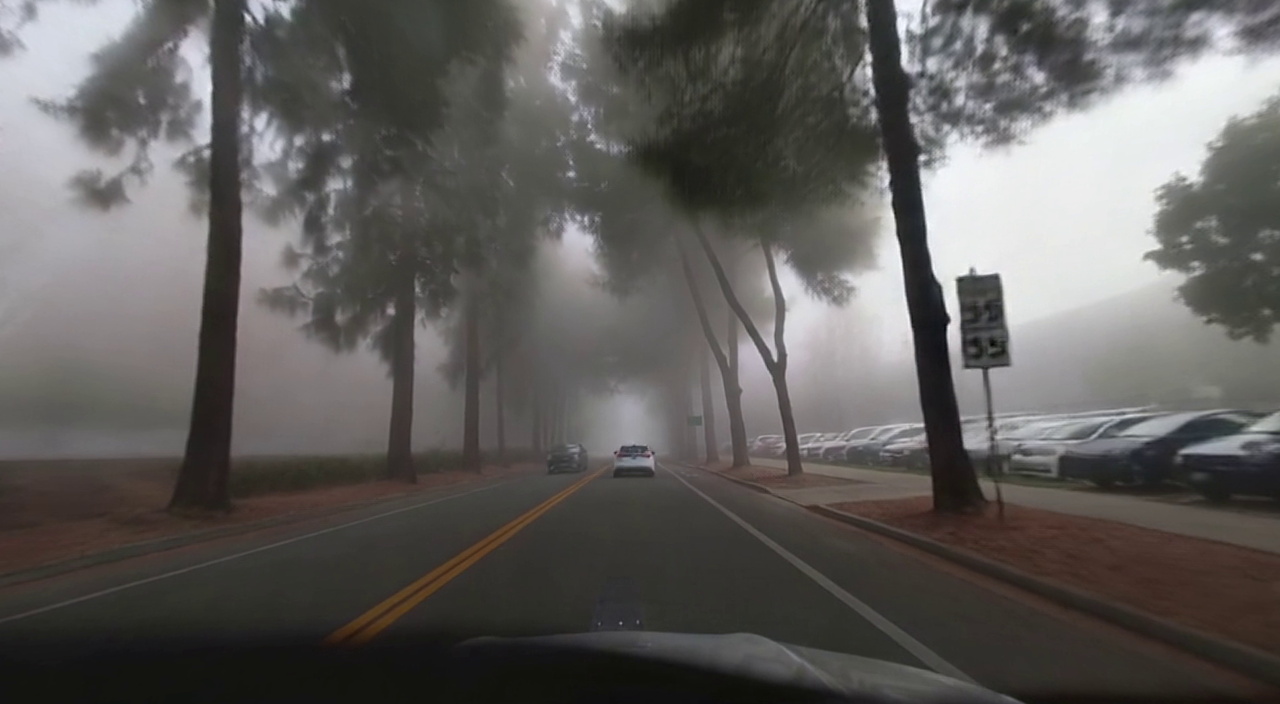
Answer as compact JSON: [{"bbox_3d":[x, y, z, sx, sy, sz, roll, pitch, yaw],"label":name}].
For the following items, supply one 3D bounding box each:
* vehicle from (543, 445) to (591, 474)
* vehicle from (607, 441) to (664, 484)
[{"bbox_3d":[-3.901,5.835,34.649,2.028,1.464,4.602,-1,-8,1],"label":"vehicle"},{"bbox_3d":[-0.209,4.496,26.100,2.152,1.574,4.223,0,-8,-1],"label":"vehicle"}]
